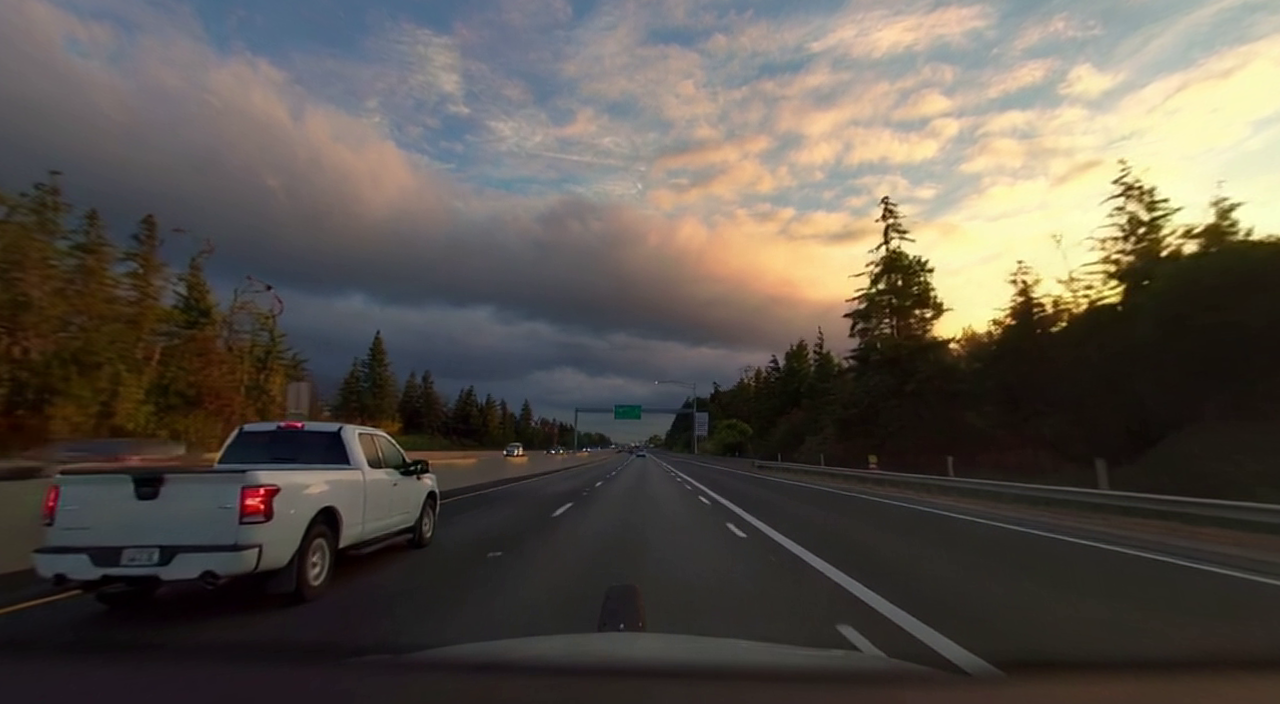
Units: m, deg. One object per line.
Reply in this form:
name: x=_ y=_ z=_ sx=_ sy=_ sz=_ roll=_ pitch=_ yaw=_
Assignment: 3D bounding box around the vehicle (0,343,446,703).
vehicle: x=-3.671 y=1.287 z=5.536 sx=2.214 sy=1.872 sz=5.179 roll=0 pitch=-9 yaw=1
